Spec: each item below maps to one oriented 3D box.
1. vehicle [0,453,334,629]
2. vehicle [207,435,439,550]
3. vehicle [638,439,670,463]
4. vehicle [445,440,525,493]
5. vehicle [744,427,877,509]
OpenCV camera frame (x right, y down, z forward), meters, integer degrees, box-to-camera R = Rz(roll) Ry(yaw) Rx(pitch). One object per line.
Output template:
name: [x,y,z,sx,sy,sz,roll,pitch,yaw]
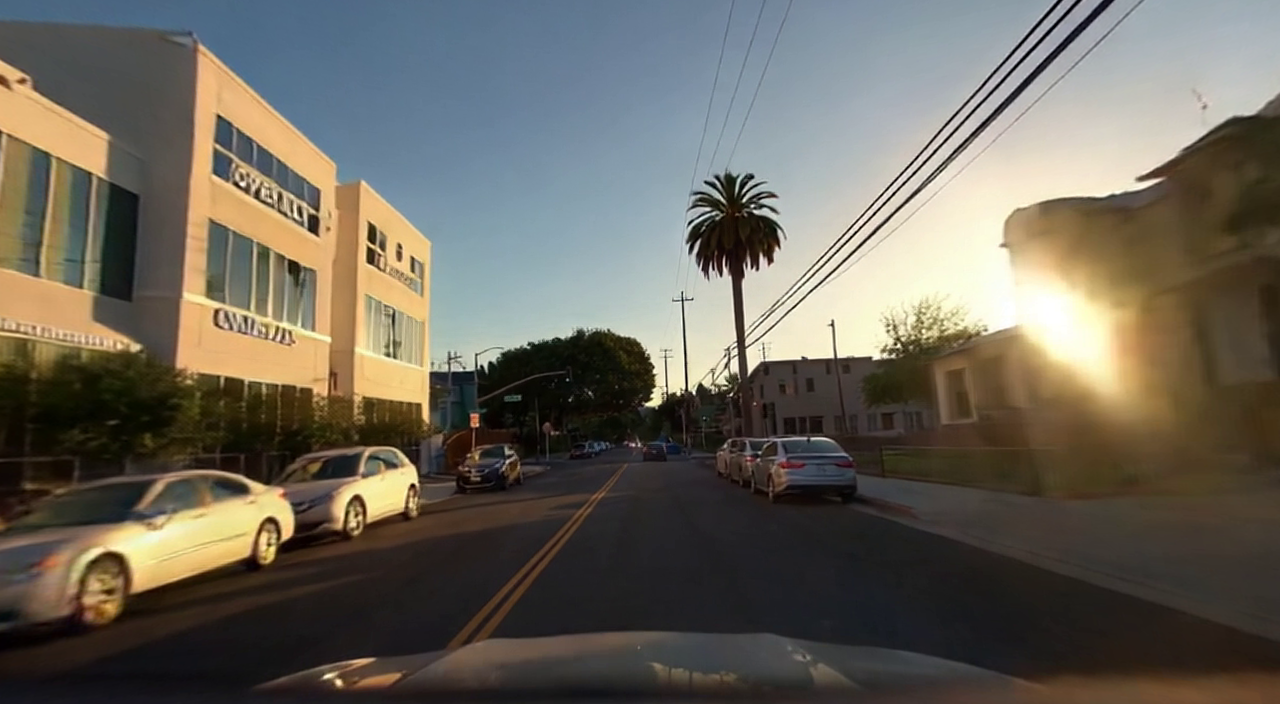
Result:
vehicle: [-6.000,2.141,8.188,1.931,1.574,4.360,0,-8,-2]
vehicle: [-6.139,2.732,13.216,2.007,1.876,5.361,0,-8,1]
vehicle: [0.896,6.939,44.273,2.125,1.524,4.404,0,-8,0]
vehicle: [-5.962,4.440,24.950,2.126,1.864,4.831,0,-8,-2]
vehicle: [3.791,2.674,14.994,1.948,1.607,4.873,-1,-8,2]
